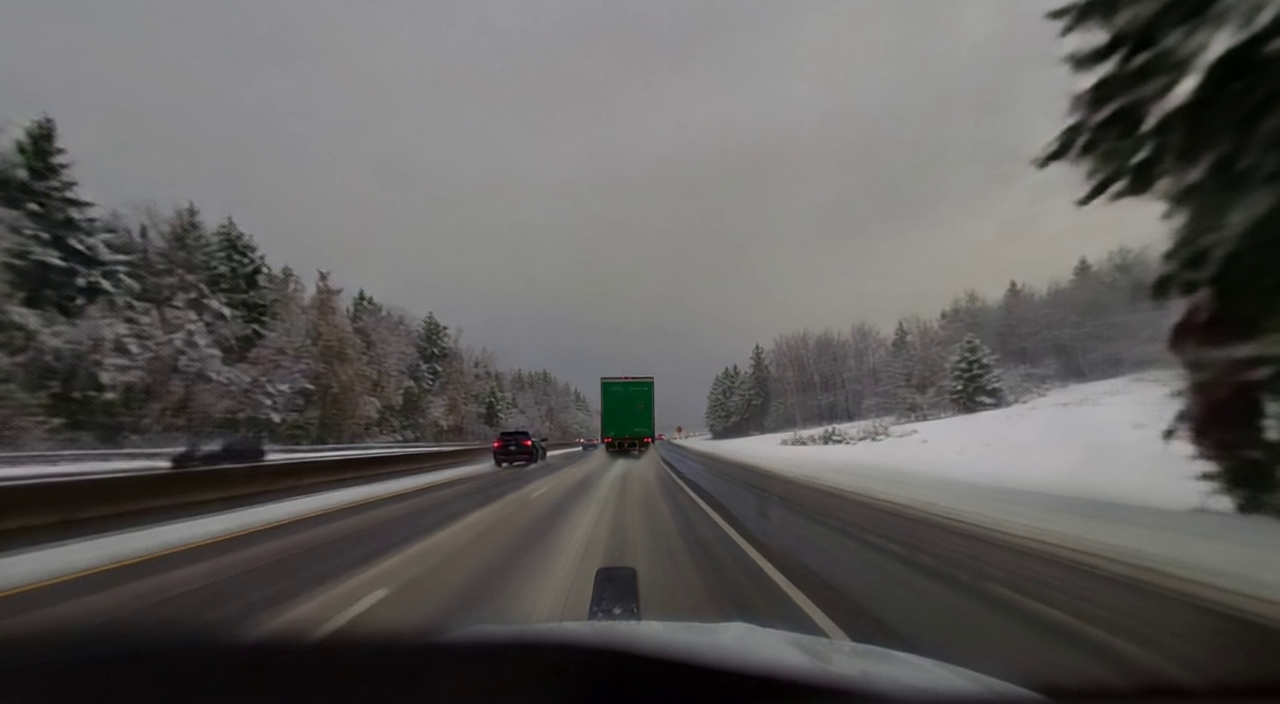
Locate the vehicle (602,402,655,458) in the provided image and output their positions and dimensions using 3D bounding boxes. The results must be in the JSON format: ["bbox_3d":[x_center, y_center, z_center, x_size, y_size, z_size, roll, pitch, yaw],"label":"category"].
[{"bbox_3d":[-0.536,3.498,28.282,2.319,2.461,1.270,0,-8,-3],"label":"vehicle"}]

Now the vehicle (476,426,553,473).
[{"bbox_3d":[-4.957,3.907,25.584,2.138,1.697,4.587,0,-8,0],"label":"vehicle"}]
